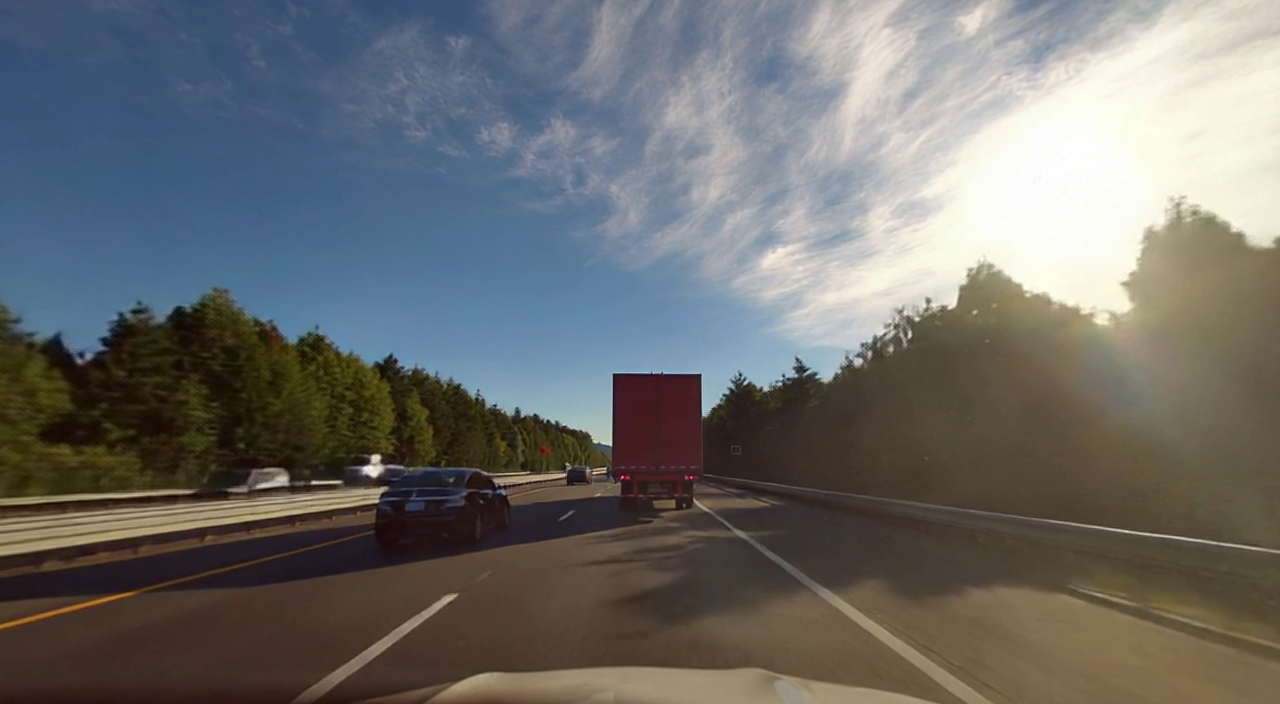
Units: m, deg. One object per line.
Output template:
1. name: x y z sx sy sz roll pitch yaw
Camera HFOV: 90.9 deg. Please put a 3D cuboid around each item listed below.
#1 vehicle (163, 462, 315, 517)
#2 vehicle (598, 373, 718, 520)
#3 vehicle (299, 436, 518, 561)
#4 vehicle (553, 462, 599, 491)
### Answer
1. vehicle: -12.705 4.376 20.412 1.980 1.532 4.448 1 -10 0
2. vehicle: 0.441 3.234 20.728 3.008 3.678 9.512 1 -10 0
3. vehicle: -3.671 2.465 11.128 2.076 1.691 4.555 1 -10 0
4. vehicle: -3.589 7.148 36.372 2.079 1.506 4.821 0 -10 1
